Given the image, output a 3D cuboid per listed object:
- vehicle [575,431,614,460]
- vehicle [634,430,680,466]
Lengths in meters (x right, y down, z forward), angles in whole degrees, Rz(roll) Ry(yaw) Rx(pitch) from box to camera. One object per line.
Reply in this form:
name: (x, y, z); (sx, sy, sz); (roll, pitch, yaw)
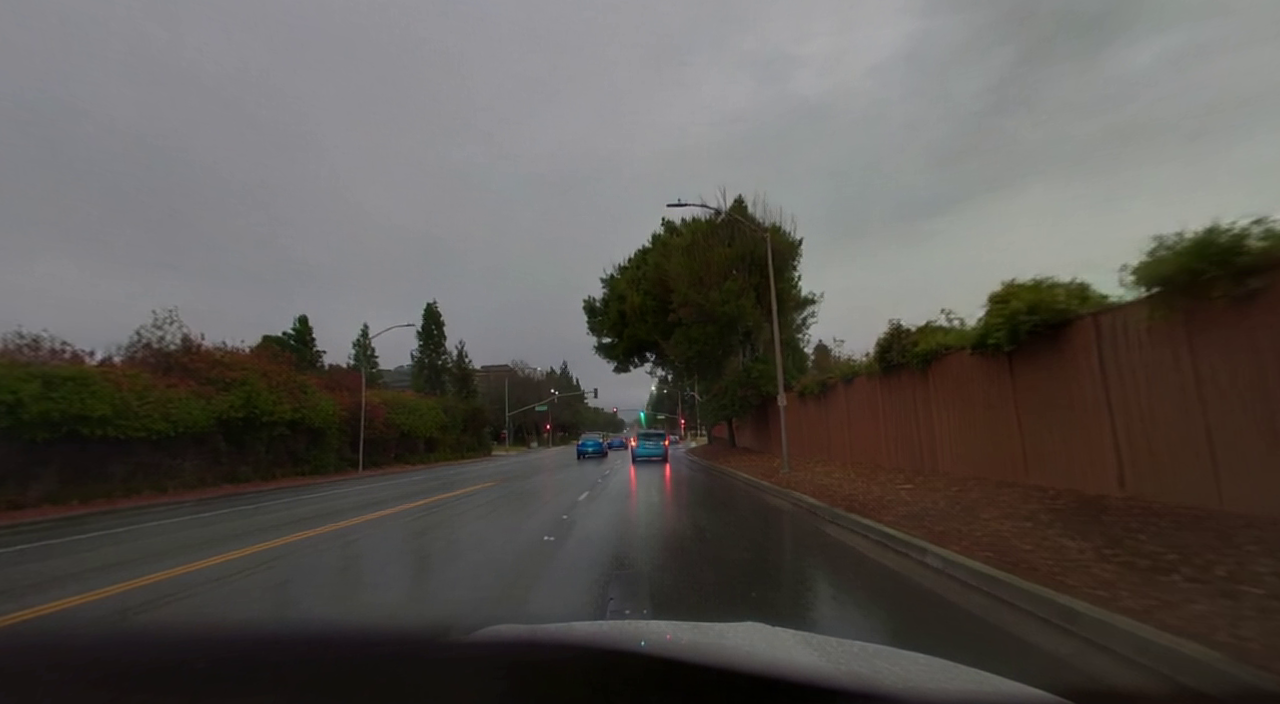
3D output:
vehicle: (-2.907, 6.144, 41.400); (2.190, 1.766, 4.394); (0, -8, 1)
vehicle: (0.813, 4.848, 31.834); (2.127, 1.665, 3.993); (0, -8, 0)
